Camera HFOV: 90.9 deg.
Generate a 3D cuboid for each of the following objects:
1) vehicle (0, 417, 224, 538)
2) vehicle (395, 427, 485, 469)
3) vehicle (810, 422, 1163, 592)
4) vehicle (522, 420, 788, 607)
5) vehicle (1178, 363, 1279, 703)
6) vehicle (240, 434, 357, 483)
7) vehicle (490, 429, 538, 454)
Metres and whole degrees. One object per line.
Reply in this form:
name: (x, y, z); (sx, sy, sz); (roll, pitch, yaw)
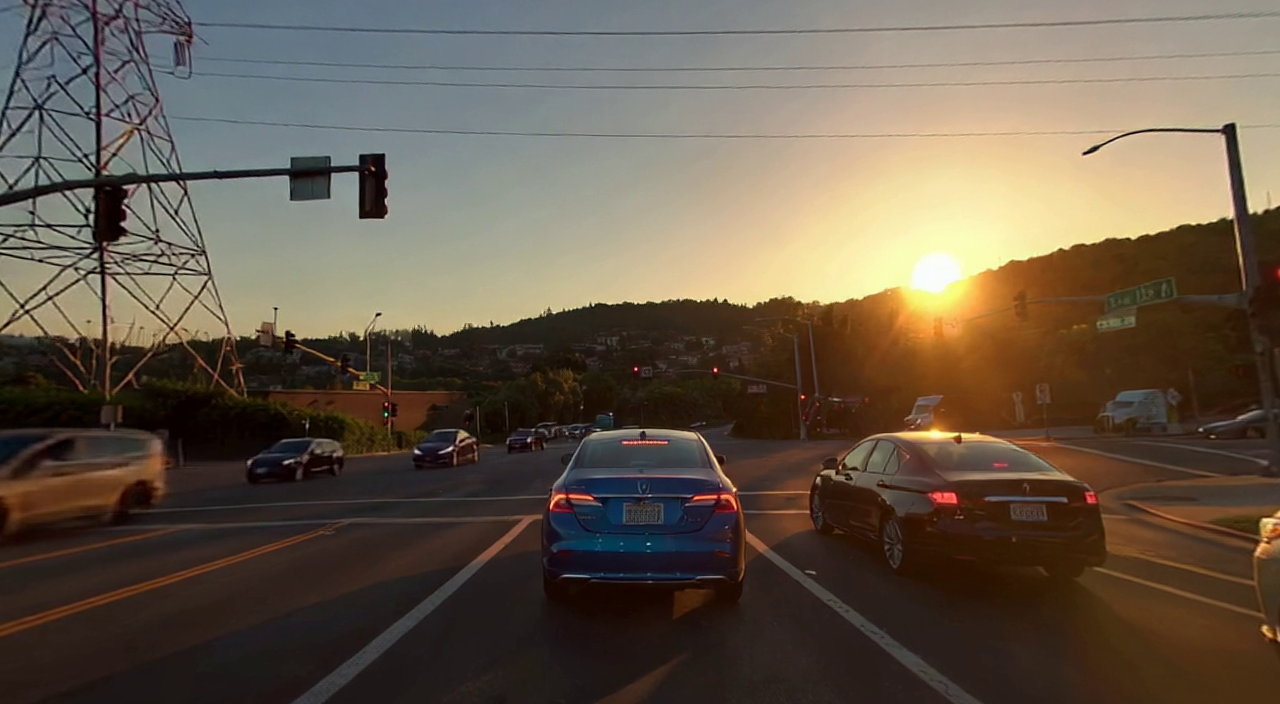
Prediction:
vehicle: (-10.230, 2.065, 10.784); (2.269, 1.716, 5.700); (0, -8, 1)
vehicle: (-9.491, 4.652, 30.502); (2.161, 1.818, 5.672); (-1, -8, 4)
vehicle: (3.645, 1.681, 7.720); (1.835, 1.473, 4.190); (0, -8, -2)
vehicle: (0.105, 1.594, 7.124); (2.117, 1.474, 4.036); (0, -8, 0)
vehicle: (3.406, 0.587, 0.625); (1.926, 1.614, 4.330); (0, -8, 1)
vehicle: (-13.408, 4.206, 25.150); (1.939, 1.727, 4.695); (-1, -8, 2)
vehicle: (-9.192, 6.611, 46.425); (2.239, 1.719, 4.948); (-1, -8, 4)
